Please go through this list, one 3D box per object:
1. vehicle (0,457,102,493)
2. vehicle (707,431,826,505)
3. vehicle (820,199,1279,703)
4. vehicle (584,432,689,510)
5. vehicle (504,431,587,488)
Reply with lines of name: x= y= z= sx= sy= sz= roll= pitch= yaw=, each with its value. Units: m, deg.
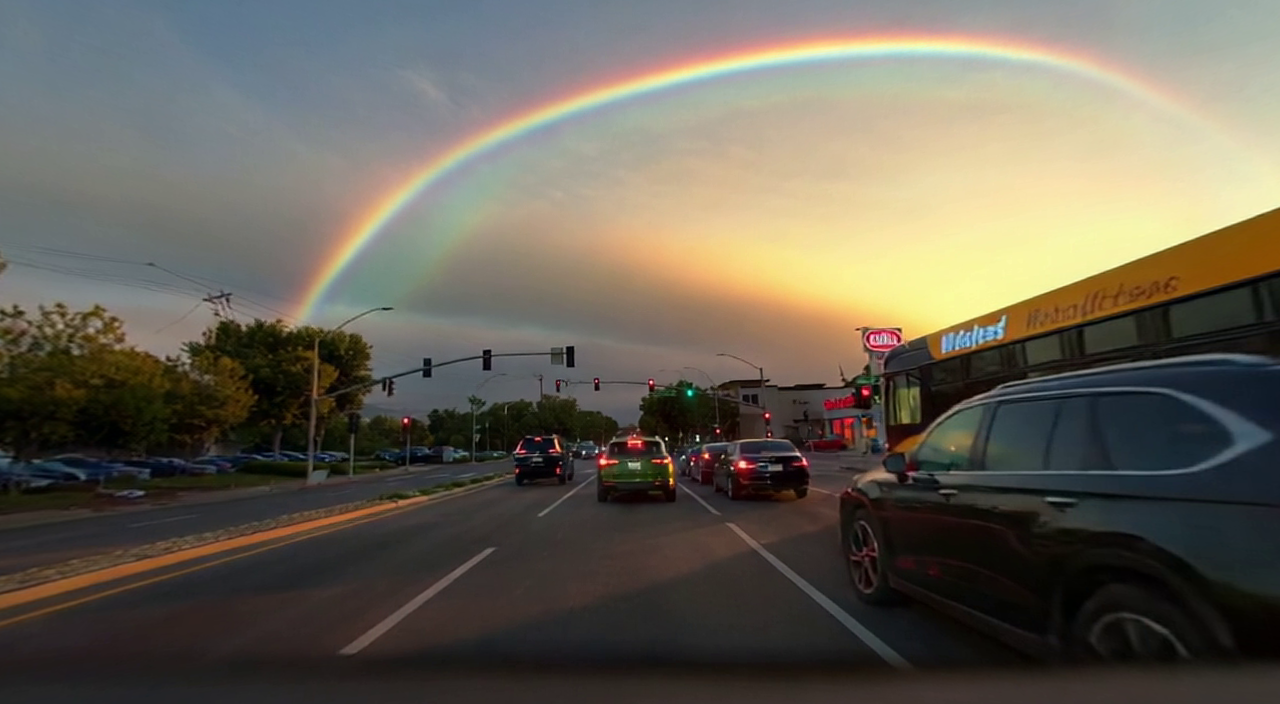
vehicle: x=-27.773 y=5.552 z=28.613 sx=4.800 sy=1.461 sz=1.831 roll=5 pitch=-10 yaw=-31
vehicle: x=2.858 y=2.736 z=15.315 sx=1.922 sy=1.508 sz=4.330 roll=0 pitch=-8 yaw=-1
vehicle: x=3.020 y=0.740 z=3.034 sx=2.490 sy=1.951 sz=5.931 roll=0 pitch=-8 yaw=-1
vehicle: x=-0.082 y=2.629 z=14.393 sx=2.071 sy=1.525 sz=3.723 roll=0 pitch=-8 yaw=-1
vehicle: x=-3.102 y=3.647 z=21.744 sx=2.180 sy=1.708 sz=4.397 roll=0 pitch=-8 yaw=0
